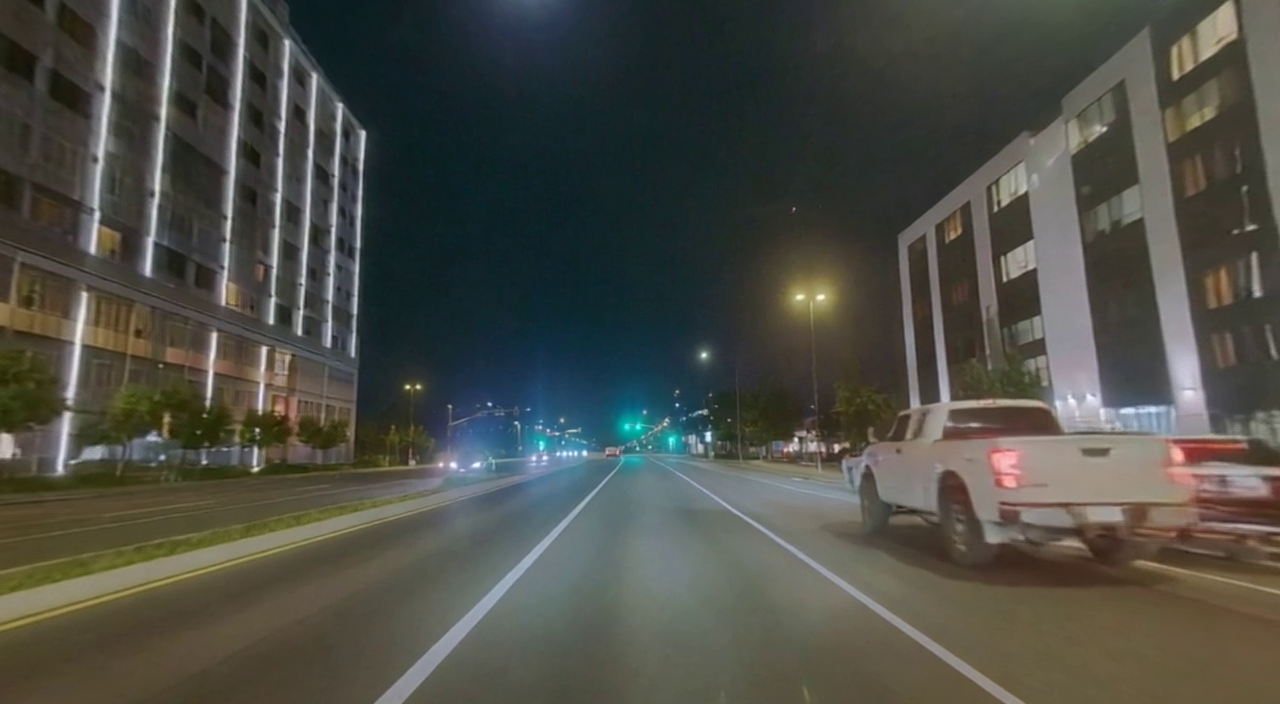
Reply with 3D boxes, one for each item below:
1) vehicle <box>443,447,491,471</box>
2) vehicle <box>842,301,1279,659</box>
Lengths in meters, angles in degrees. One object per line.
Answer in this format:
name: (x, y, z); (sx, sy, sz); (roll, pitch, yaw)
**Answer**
vehicle: (-11.247, 6.985, 41.375); (1.834, 1.482, 4.349); (0, -9, 0)
vehicle: (4.717, 1.275, 7.258); (2.723, 2.409, 5.869); (0, -9, -1)
